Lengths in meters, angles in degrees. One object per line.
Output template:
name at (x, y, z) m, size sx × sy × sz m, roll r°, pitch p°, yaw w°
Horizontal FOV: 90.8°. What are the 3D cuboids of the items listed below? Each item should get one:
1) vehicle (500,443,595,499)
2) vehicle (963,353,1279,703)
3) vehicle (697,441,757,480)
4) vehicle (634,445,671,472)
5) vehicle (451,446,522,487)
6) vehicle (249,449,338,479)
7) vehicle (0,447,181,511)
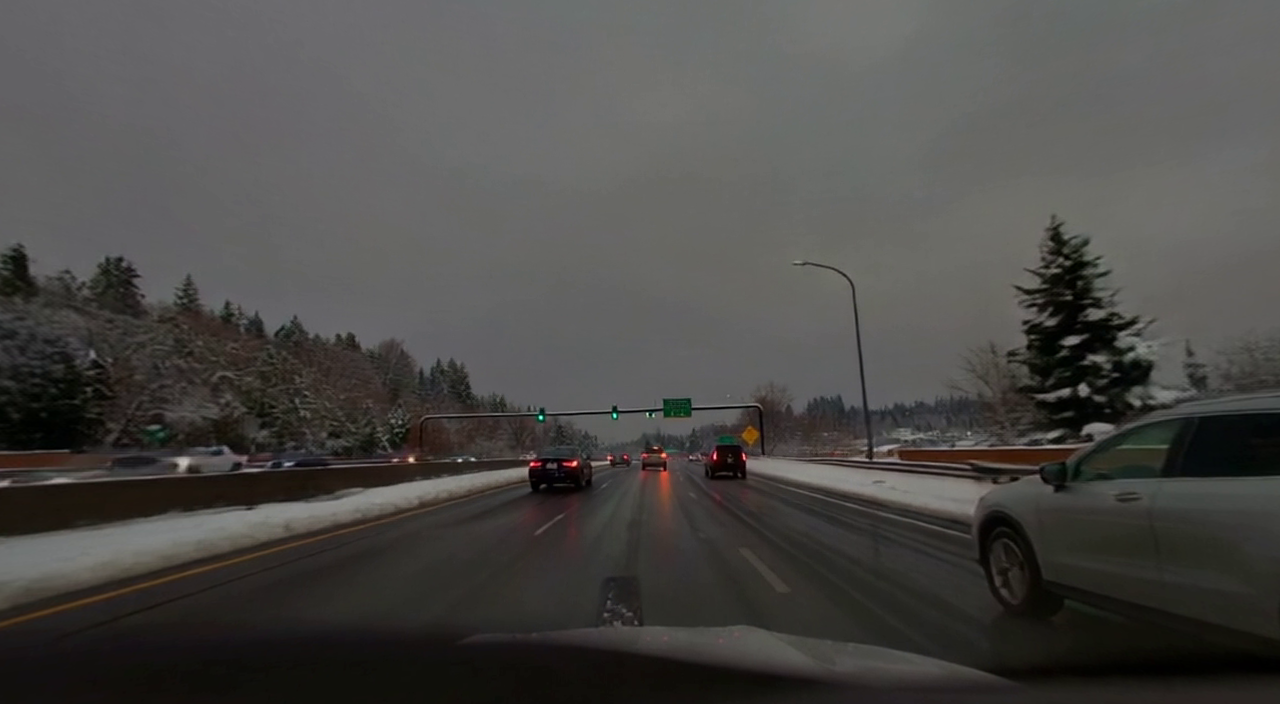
vehicle at (-2.701, 3.613, 19.735) m, size 2.130 × 1.514 × 4.766 m, roll 0°, pitch -8°, yaw 2°
vehicle at (3.755, 0.909, 2.966) m, size 2.029 × 1.716 × 4.545 m, roll 0°, pitch -8°, yaw 0°
vehicle at (4.105, 5.177, 30.451) m, size 2.320 × 1.735 × 4.408 m, roll 0°, pitch -8°, yaw 1°
vehicle at (0.937, 7.355, 43.777) m, size 2.408 × 1.748 × 4.217 m, roll -1°, pitch -8°, yaw 3°
vehicle at (-6.050, 4.508, 25.277) m, size 1.835 × 1.504 × 3.612 m, roll 0°, pitch -8°, yaw 1°
vehicle at (-18.503, 5.972, 34.023) m, size 1.977 × 1.492 × 4.744 m, roll -1°, pitch -8°, yaw 2°
vehicle at (-14.972, 3.286, 16.954) m, size 1.854 × 1.449 × 4.476 m, roll 0°, pitch -8°, yaw 1°
